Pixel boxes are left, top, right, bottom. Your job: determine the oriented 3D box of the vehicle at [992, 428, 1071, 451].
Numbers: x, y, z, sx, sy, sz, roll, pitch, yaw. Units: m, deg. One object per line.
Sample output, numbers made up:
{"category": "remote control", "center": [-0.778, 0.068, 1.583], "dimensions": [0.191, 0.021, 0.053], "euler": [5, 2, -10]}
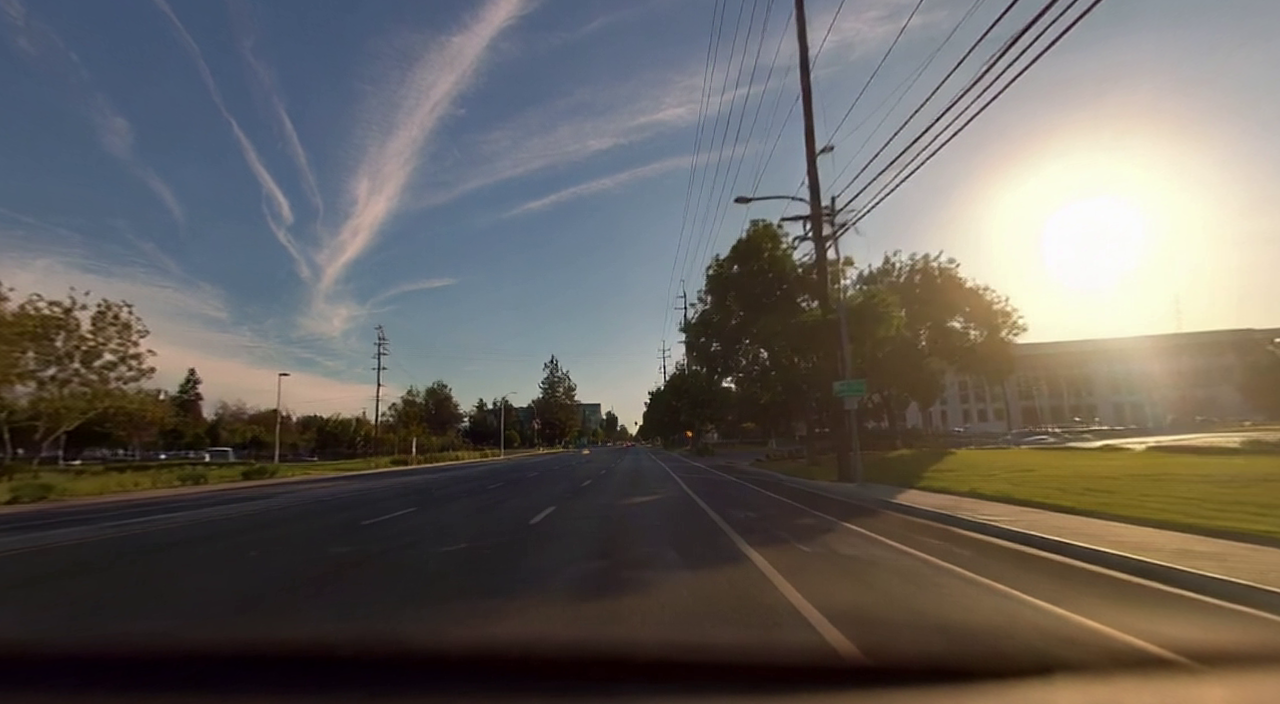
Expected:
{"category": "vehicle", "center": [25.434, 5.737, 41.283], "dimensions": [1.996, 1.442, 4.785], "euler": [0, -8, -2]}
